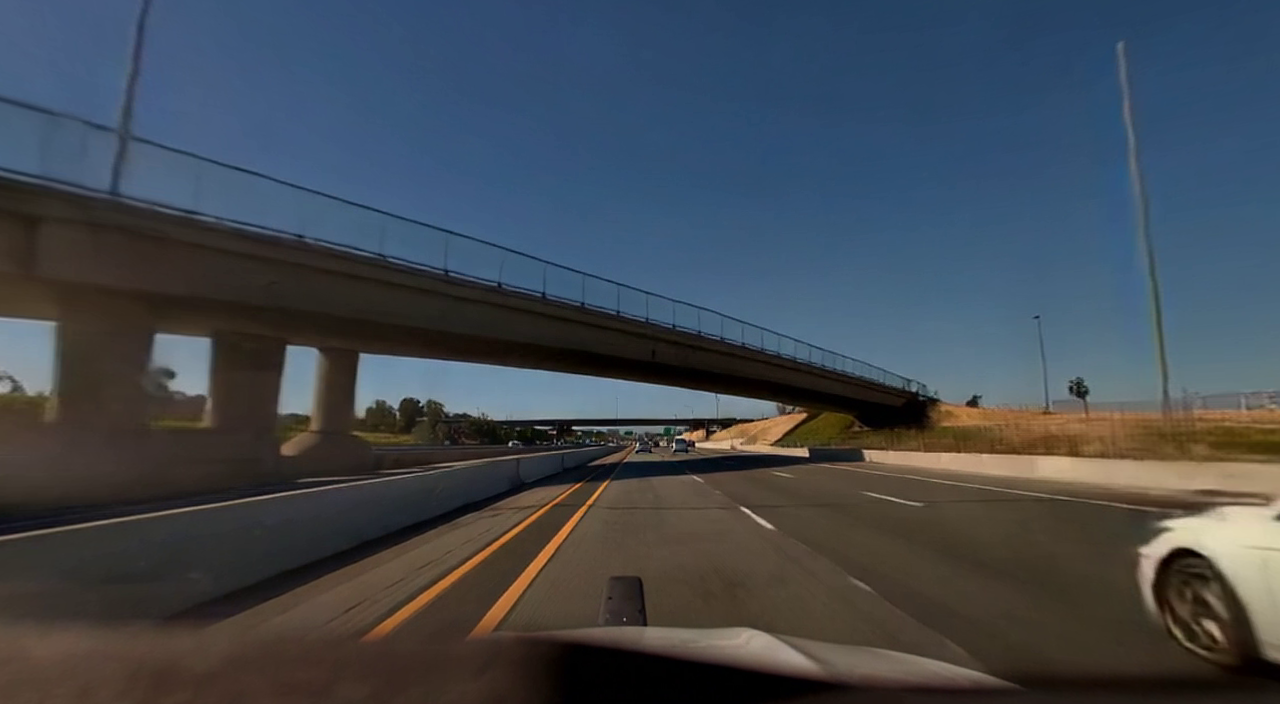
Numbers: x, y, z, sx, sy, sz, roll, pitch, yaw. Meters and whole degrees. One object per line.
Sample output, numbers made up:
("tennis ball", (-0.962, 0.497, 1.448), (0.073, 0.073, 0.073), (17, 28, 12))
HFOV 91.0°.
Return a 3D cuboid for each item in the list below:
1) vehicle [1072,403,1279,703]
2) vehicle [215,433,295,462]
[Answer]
("vehicle", (3.476, 0.771, 1.224), (2.091, 1.482, 4.522), (0, -8, 1))
("vehicle", (-20.050, 4.982, 32.939), (1.809, 1.431, 3.660), (0, -8, 1))
